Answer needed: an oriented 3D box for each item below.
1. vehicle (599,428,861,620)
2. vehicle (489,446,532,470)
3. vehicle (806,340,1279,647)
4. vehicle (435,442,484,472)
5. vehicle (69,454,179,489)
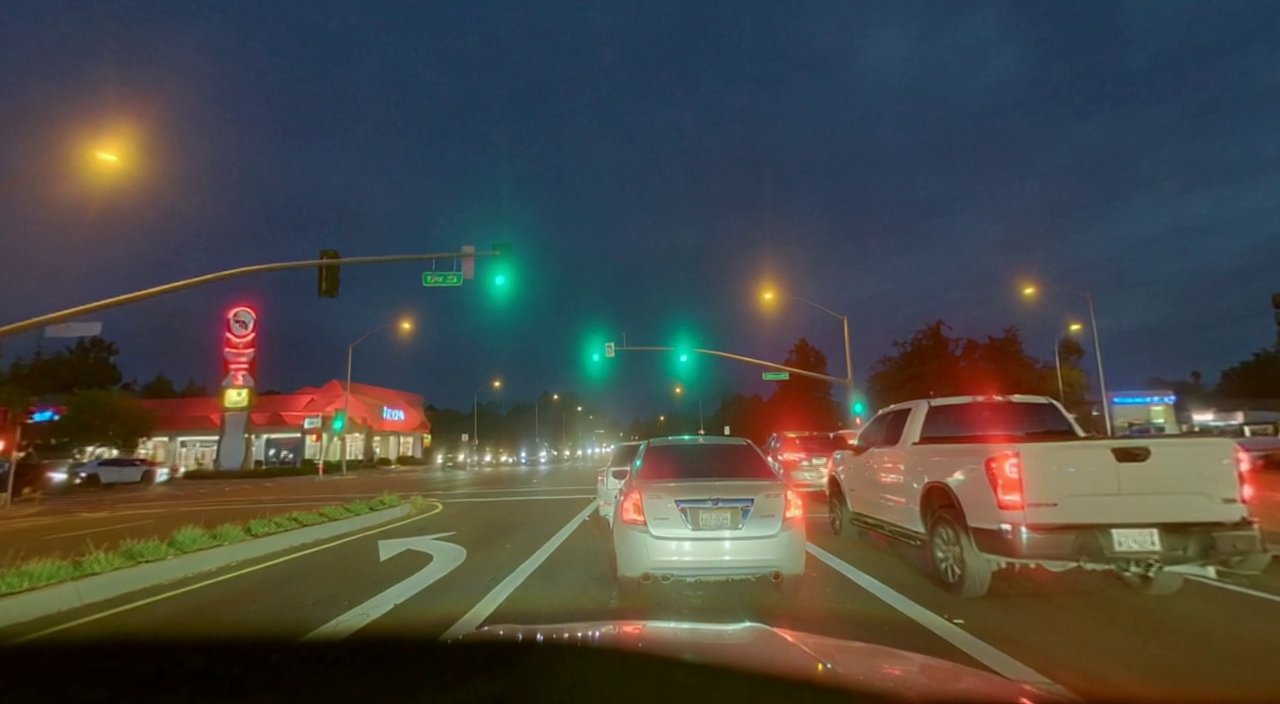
[{"bbox_3d":[0.611,1.601,6.811,2.038,1.447,3.756,0,-8,-3],"label":"vehicle"},{"bbox_3d":[-8.460,6.983,41.631,2.002,1.469,4.301,0,-8,-1],"label":"vehicle"},{"bbox_3d":[3.807,1.345,7.088,2.358,2.116,5.328,0,-8,-1],"label":"vehicle"},{"bbox_3d":[-11.876,6.919,41.782,1.991,1.844,4.393,0,-8,-1],"label":"vehicle"},{"bbox_3d":[-29.082,6.700,35.591,4.789,1.828,2.025,-2,-9,10],"label":"vehicle"}]
